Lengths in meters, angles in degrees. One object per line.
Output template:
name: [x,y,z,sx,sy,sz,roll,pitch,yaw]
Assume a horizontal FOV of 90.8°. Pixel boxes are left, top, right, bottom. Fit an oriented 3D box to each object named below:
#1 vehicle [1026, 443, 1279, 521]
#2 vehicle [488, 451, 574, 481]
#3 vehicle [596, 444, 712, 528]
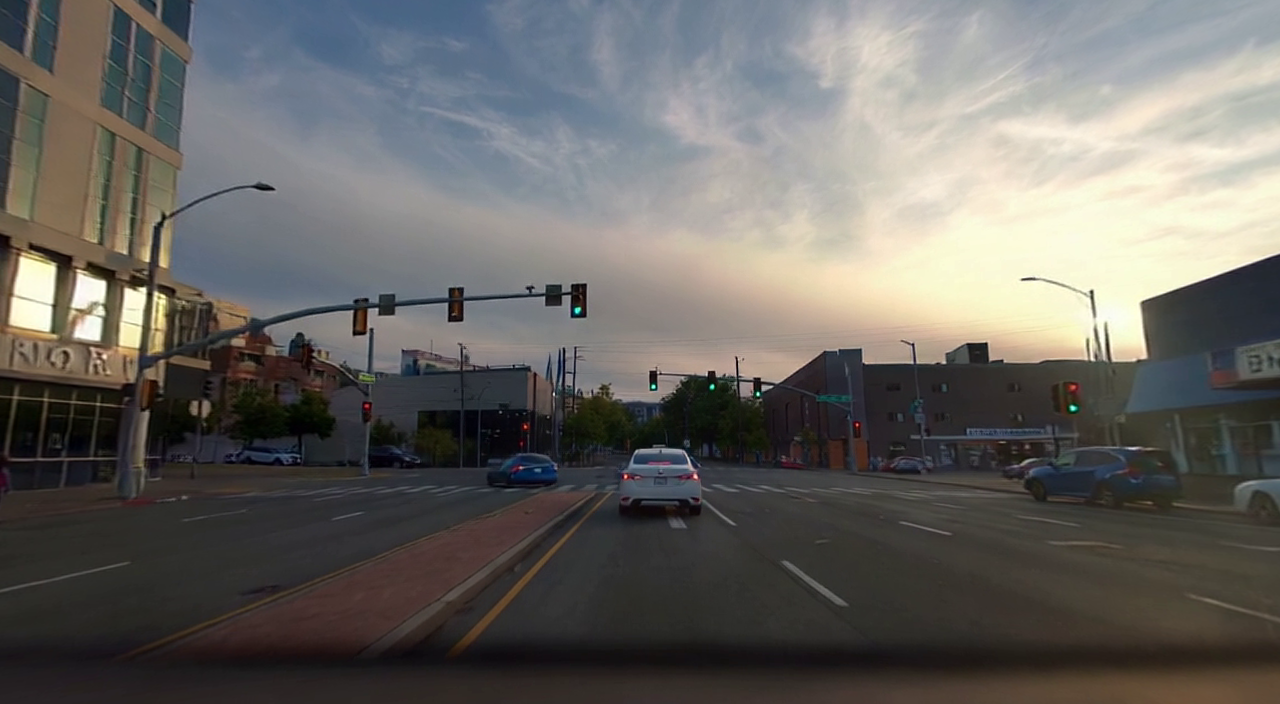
vehicle: [14.047,3.533,17.916,2.309,1.819,5.793,0,-9,-3]
vehicle: [-5.854,6.038,33.693,4.531,1.434,1.841,-6,-11,35]
vehicle: [0.314,2.731,13.471,2.067,1.471,4.241,0,-9,2]
